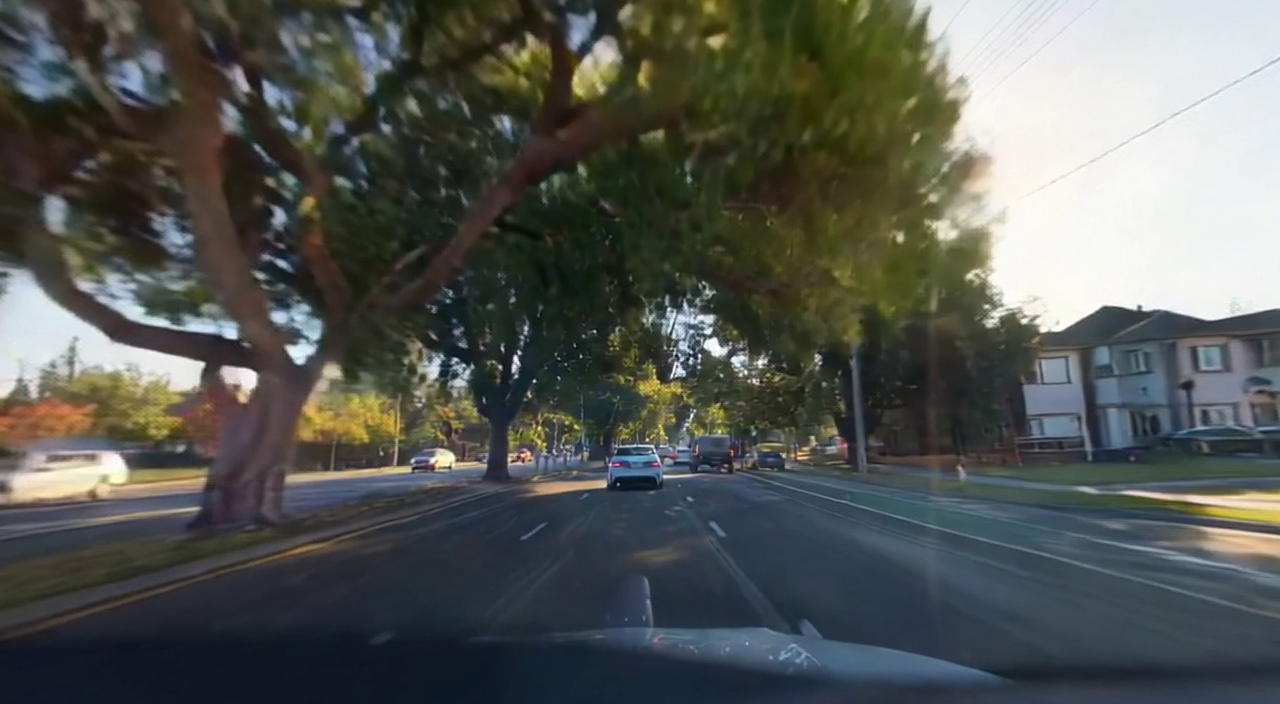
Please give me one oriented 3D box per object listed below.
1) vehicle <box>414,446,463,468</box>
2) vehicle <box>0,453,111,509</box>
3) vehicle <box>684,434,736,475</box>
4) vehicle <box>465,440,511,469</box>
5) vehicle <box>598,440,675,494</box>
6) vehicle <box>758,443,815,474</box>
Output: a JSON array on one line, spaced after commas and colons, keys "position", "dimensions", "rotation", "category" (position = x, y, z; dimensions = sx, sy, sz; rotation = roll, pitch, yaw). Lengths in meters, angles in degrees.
[{"position": [-14.337, 7.458, 45.060], "dimensions": [1.926, 1.480, 4.337], "rotation": [0, -8, 1], "category": "vehicle"}, {"position": [-18.055, 3.634, 17.946], "dimensions": [1.920, 1.426, 4.519], "rotation": [0, -8, 2], "category": "vehicle"}, {"position": [3.344, 5.023, 31.091], "dimensions": [2.073, 1.822, 4.276], "rotation": [0, -8, 0], "category": "vehicle"}, {"position": [-9.888, 6.694, 41.402], "dimensions": [2.090, 1.785, 4.692], "rotation": [0, -8, -3], "category": "vehicle"}, {"position": [-0.072, 3.507, 19.652], "dimensions": [2.140, 1.474, 4.026], "rotation": [0, -8, 1], "category": "vehicle"}, {"position": [7.799, 5.687, 33.905], "dimensions": [1.980, 1.497, 4.345], "rotation": [0, -8, 0], "category": "vehicle"}]
